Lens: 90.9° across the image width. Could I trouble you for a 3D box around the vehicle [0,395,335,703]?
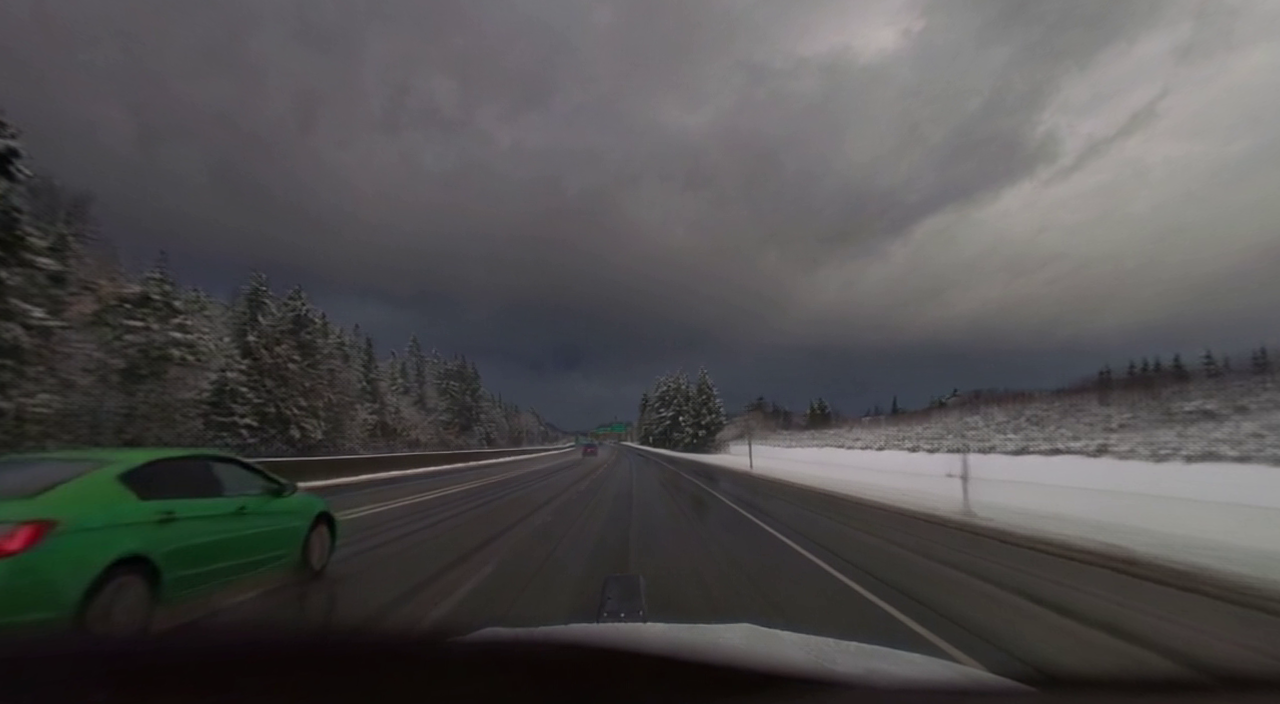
[{"bbox_3d":[-4.034,1.107,3.847,2.017,1.522,4.569,0,-9,0],"label":"vehicle"}]
